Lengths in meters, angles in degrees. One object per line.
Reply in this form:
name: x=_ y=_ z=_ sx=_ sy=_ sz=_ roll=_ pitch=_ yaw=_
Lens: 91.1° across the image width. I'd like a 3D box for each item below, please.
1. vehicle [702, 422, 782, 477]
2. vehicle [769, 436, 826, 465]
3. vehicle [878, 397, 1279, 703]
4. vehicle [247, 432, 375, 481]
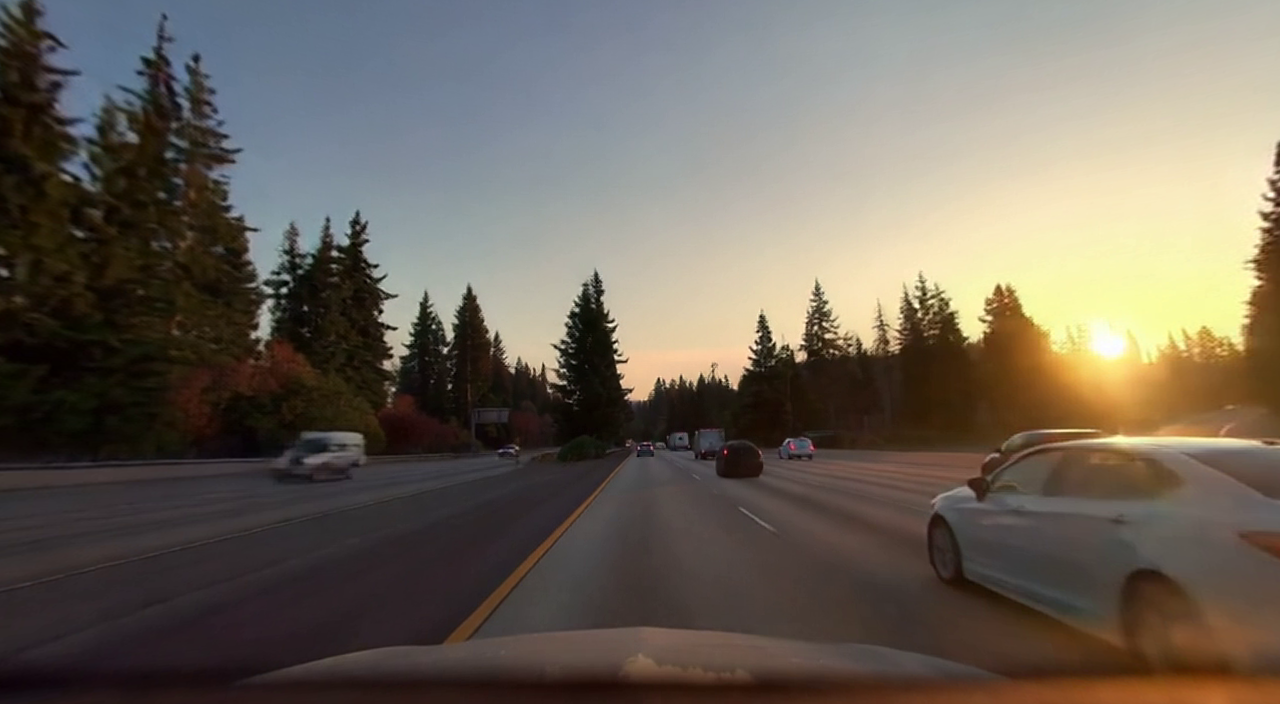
vehicle: x=3.836 y=3.821 z=24.774 sx=2.206 sy=1.902 sz=5.460 roll=0 pitch=-8 yaw=0
vehicle: x=8.754 y=5.527 z=35.319 sx=2.002 sy=1.500 sz=4.715 roll=0 pitch=-8 yaw=0
vehicle: x=3.339 y=1.114 z=3.819 sx=1.904 sy=1.453 sz=4.789 roll=0 pitch=-8 yaw=0
vehicle: x=-14.608 y=4.686 z=28.449 sx=2.636 sy=1.959 sz=5.813 roll=-1 pitch=-8 yaw=1
